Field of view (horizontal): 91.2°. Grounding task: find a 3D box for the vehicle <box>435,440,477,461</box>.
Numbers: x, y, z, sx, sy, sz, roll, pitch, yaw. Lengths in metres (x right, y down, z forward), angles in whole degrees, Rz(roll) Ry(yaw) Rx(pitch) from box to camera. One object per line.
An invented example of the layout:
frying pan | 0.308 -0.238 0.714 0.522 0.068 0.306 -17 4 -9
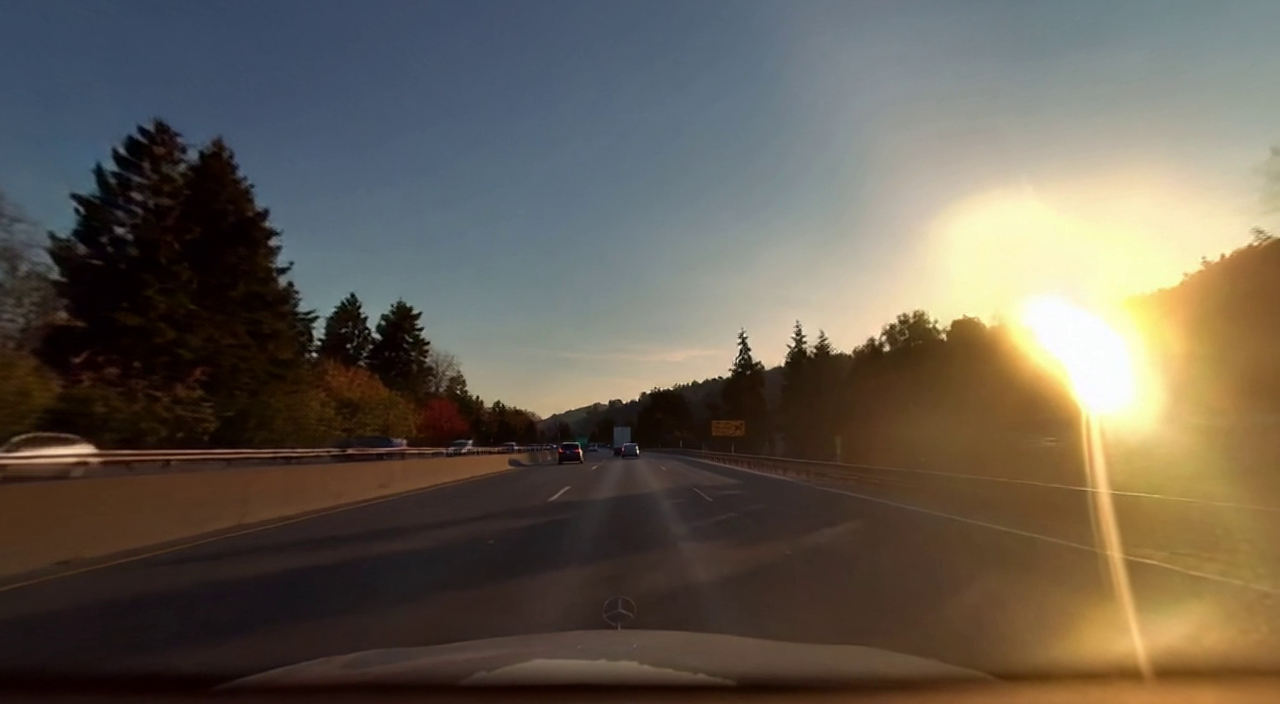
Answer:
vehicle | -13.720 7.398 46.994 1.888 1.491 4.426 0 -9 -1

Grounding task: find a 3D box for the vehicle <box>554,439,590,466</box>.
vehicle | -4.607 6.866 42.811 2.098 1.692 4.038 0 -9 -2

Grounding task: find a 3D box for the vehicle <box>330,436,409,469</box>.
vehicle | -13.325 4.982 31.160 2.169 1.511 4.002 0 -9 0
